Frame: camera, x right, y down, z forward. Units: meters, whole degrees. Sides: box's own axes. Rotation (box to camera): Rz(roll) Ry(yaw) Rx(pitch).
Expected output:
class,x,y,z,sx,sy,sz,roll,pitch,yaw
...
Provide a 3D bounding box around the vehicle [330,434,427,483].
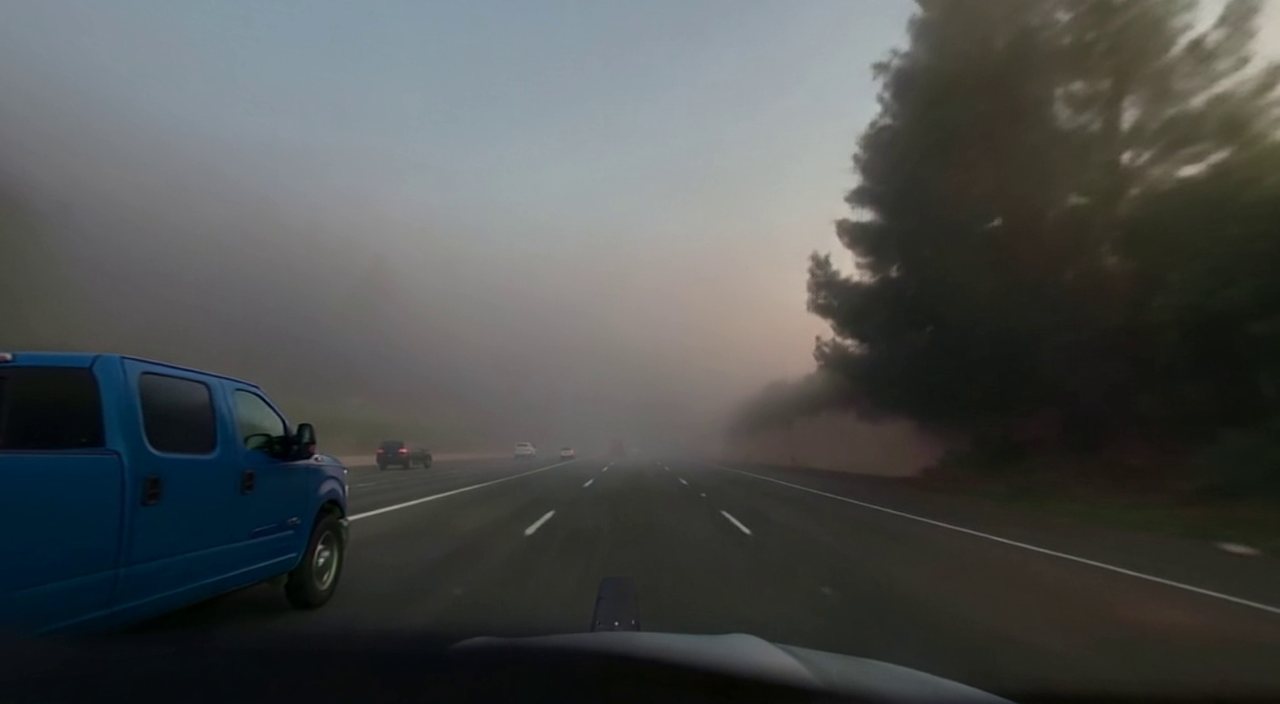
class,x,y,z,sx,sy,sz,roll,pitch,yaw
vehicle,-11.034,4.513,27.080,2.012,1.875,4.895,0,-9,0

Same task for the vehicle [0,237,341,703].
class,x,y,z,sx,sy,sz,roll,pitch,yaw
vehicle,-3.510,0.546,1.513,2.483,2.100,6.208,0,-9,0
